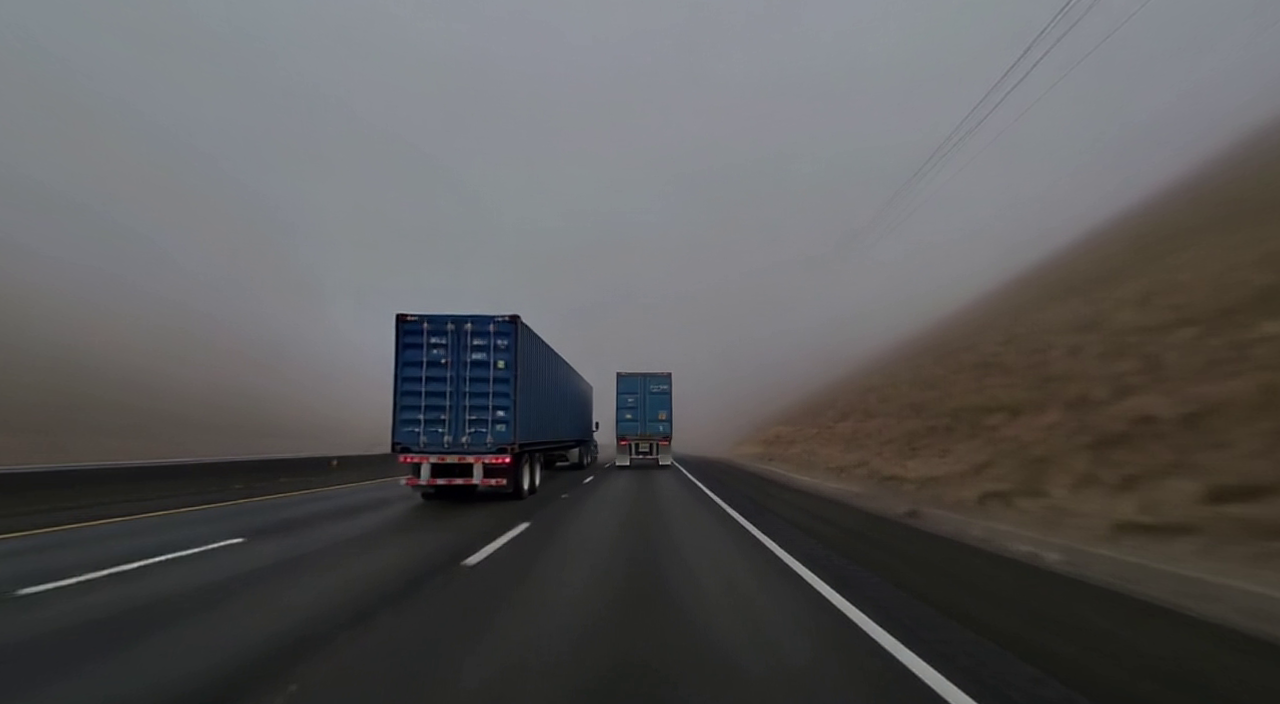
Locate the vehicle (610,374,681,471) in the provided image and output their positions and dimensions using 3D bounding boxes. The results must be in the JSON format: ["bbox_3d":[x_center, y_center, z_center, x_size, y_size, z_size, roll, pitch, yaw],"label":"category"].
[{"bbox_3d":[0.112,3.812,32.463,3.006,4.120,11.586,0,-8,-1],"label":"vehicle"}]

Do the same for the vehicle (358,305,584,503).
[{"bbox_3d":[-4.078,2.005,19.836,3.065,4.105,13.706,0,-8,1],"label":"vehicle"}]
